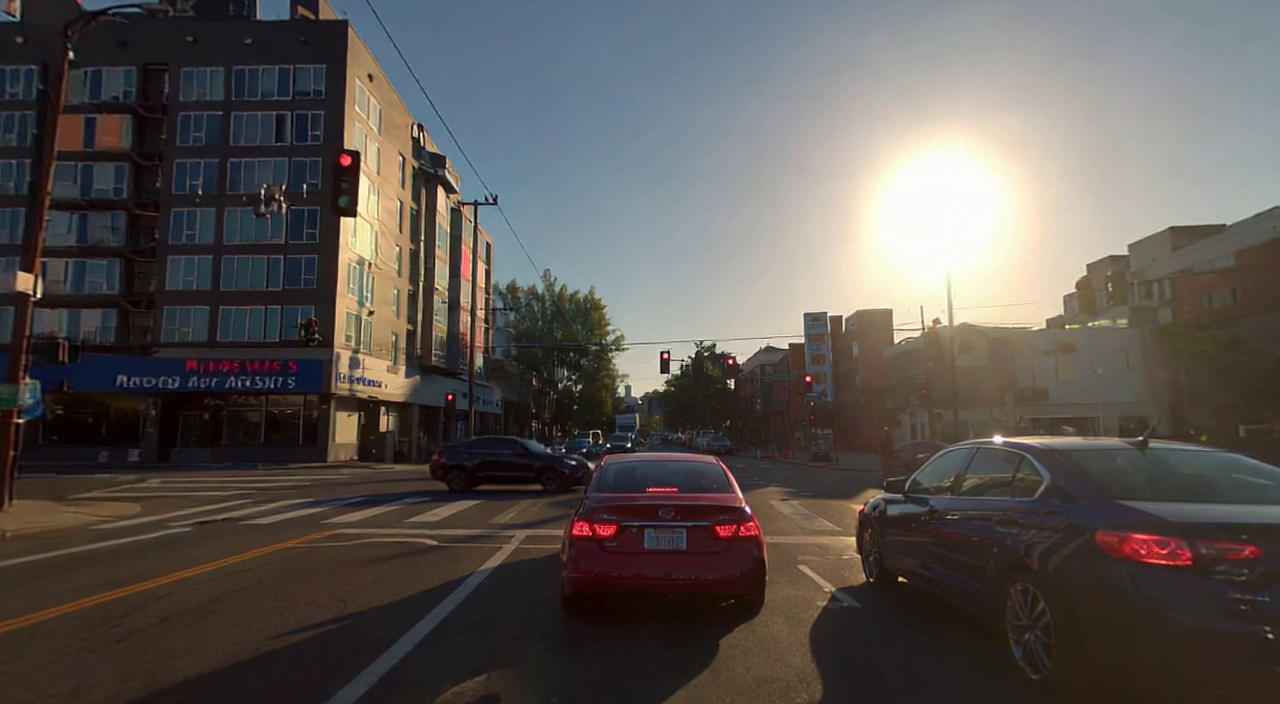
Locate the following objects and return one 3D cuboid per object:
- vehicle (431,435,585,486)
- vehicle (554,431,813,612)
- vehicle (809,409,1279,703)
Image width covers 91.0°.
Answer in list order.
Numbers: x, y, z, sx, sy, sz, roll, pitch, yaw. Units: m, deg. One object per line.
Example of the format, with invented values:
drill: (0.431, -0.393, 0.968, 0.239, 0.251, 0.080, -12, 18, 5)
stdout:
vehicle: (-4.329, 3.613, 21.167, 4.688, 1.612, 1.938, 0, -8, 2)
vehicle: (0.287, 1.696, 7.293, 2.132, 1.464, 4.089, 0, -8, -2)
vehicle: (2.819, 1.287, 4.561, 1.961, 1.498, 4.356, 0, -8, 0)
